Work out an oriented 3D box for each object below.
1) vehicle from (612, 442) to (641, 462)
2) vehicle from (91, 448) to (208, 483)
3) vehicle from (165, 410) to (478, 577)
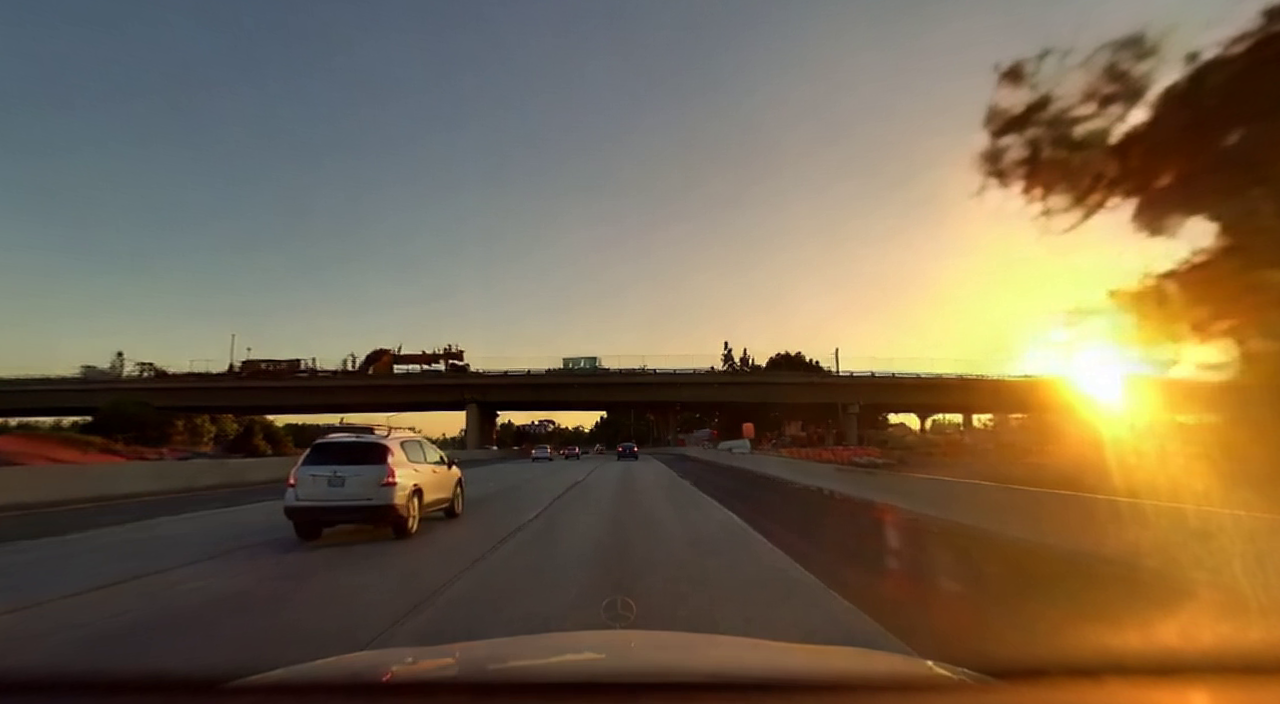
[{"bbox_3d":[-1.050,7.486,47.378,2.051,1.459,4.092,0,-8,-2],"label":"vehicle"},{"bbox_3d":[-24.829,5.739,32.279,1.957,1.617,5.007,0,-9,0],"label":"vehicle"},{"bbox_3d":[-3.718,1.721,8.454,2.024,1.655,4.192,0,-9,-1],"label":"vehicle"}]
